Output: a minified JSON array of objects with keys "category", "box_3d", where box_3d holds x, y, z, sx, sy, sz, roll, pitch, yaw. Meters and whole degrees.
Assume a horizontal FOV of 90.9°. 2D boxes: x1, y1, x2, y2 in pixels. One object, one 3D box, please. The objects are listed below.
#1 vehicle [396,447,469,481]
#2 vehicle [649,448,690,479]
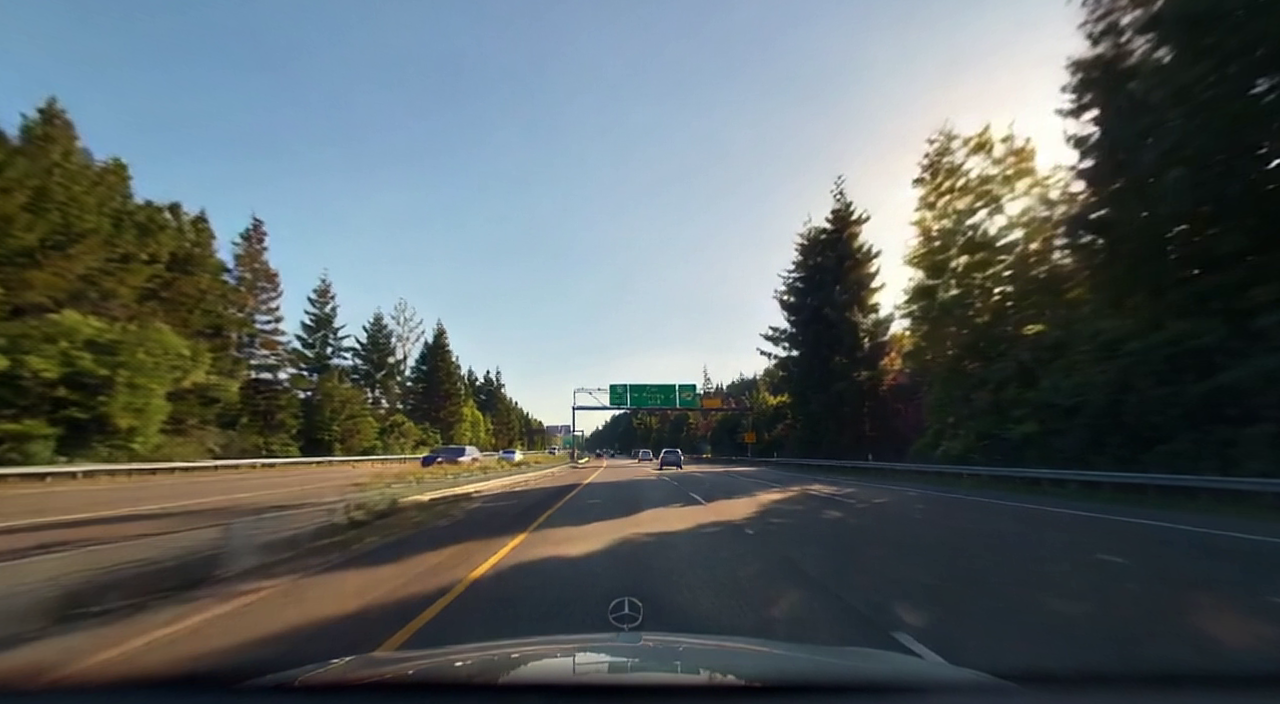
[{"category":"vehicle","box_3d":[-10.102,5.478,31.081,2.006,1.516,4.784,0,-9,-1]},{"category":"vehicle","box_3d":[1.516,5.966,33.997,2.011,1.590,3.607,0,-9,-1]}]
